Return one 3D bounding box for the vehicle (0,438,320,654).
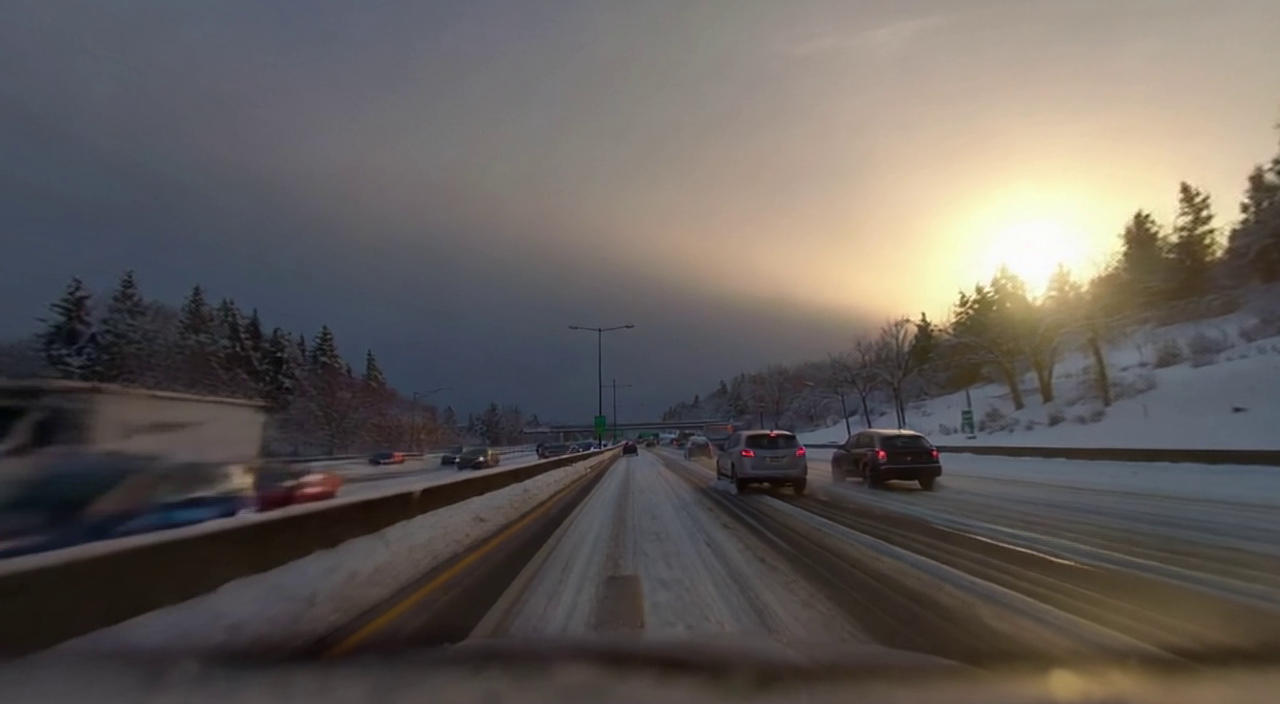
[{"bbox_3d":[-5.415,1.630,6.287,2.026,1.474,4.578,0,-9,0],"label":"vehicle"}]

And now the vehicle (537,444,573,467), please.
[{"bbox_3d":[-5.974,7.303,44.827,1.948,1.554,4.122,0,-9,0],"label":"vehicle"}]

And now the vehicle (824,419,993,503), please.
[{"bbox_3d":[6.546,2.727,16.192,2.040,1.801,4.959,0,-9,-1],"label":"vehicle"}]

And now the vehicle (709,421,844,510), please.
[{"bbox_3d":[2.883,2.526,14.457,2.059,1.711,4.302,0,-9,-1],"label":"vehicle"}]

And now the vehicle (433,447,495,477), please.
[{"bbox_3d":[-9.529,5.988,34.628,2.076,1.492,4.669,0,-9,0],"label":"vehicle"}]

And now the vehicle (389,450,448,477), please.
[{"bbox_3d":[-13.466,6.748,38.592,2.186,1.521,3.866,0,-9,0],"label":"vehicle"}]
